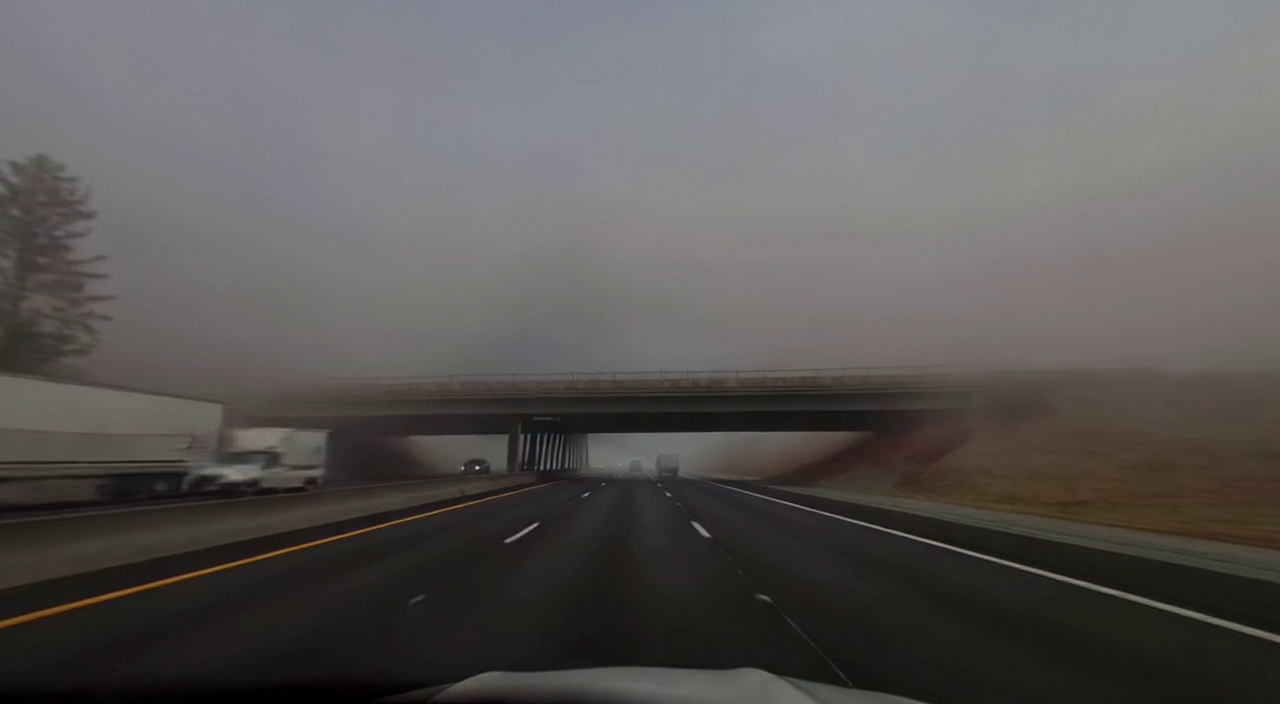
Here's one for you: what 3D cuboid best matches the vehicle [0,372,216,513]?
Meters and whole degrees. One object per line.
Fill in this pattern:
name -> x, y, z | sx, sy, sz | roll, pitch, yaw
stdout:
vehicle -> -20.066, 2.939, 20.108 | 2.947, 4.043, 14.376 | 1, -10, 0

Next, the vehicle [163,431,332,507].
vehicle -> -15.059, 4.602, 24.940 | 2.237, 2.564, 6.691 | 1, -10, 1
